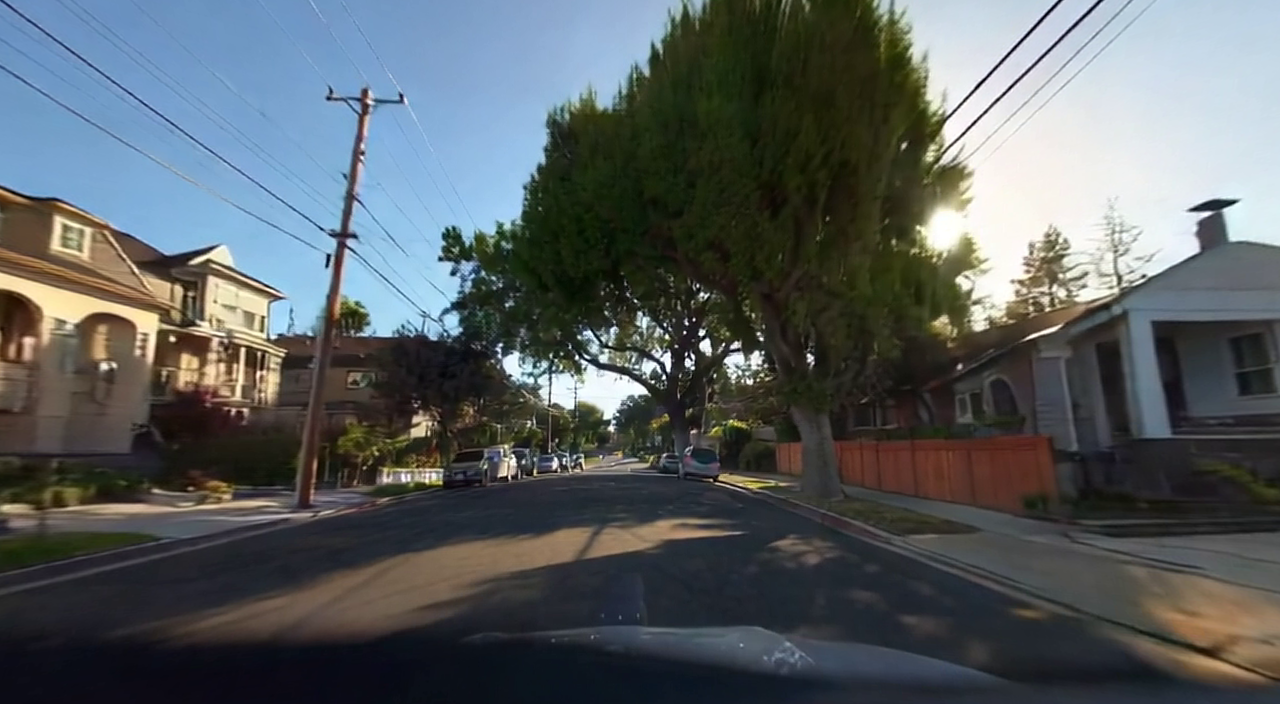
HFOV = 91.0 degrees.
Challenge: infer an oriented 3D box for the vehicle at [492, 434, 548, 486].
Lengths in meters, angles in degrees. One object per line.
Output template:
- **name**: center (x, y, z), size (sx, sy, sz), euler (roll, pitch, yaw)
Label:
- **vehicle**: center (-7.226, 6.739, 38.496), size (2.153, 1.982, 6.150), euler (-5, -19, -1)

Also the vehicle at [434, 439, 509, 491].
- **vehicle**: center (-7.170, 4.987, 27.283), size (1.947, 1.480, 4.330), euler (-3, -19, 1)

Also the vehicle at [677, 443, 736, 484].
- **vehicle**: center (3.083, 5.292, 30.333), size (2.159, 1.760, 5.345), euler (0, -8, -1)

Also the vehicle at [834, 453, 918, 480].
- **vehicle**: center (13.680, 6.651, 36.655), size (4.107, 1.481, 1.831), euler (0, -8, -2)

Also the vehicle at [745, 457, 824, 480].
- **vehicle**: center (9.802, 7.929, 42.981), size (4.850, 1.506, 1.971), euler (0, -8, 0)
